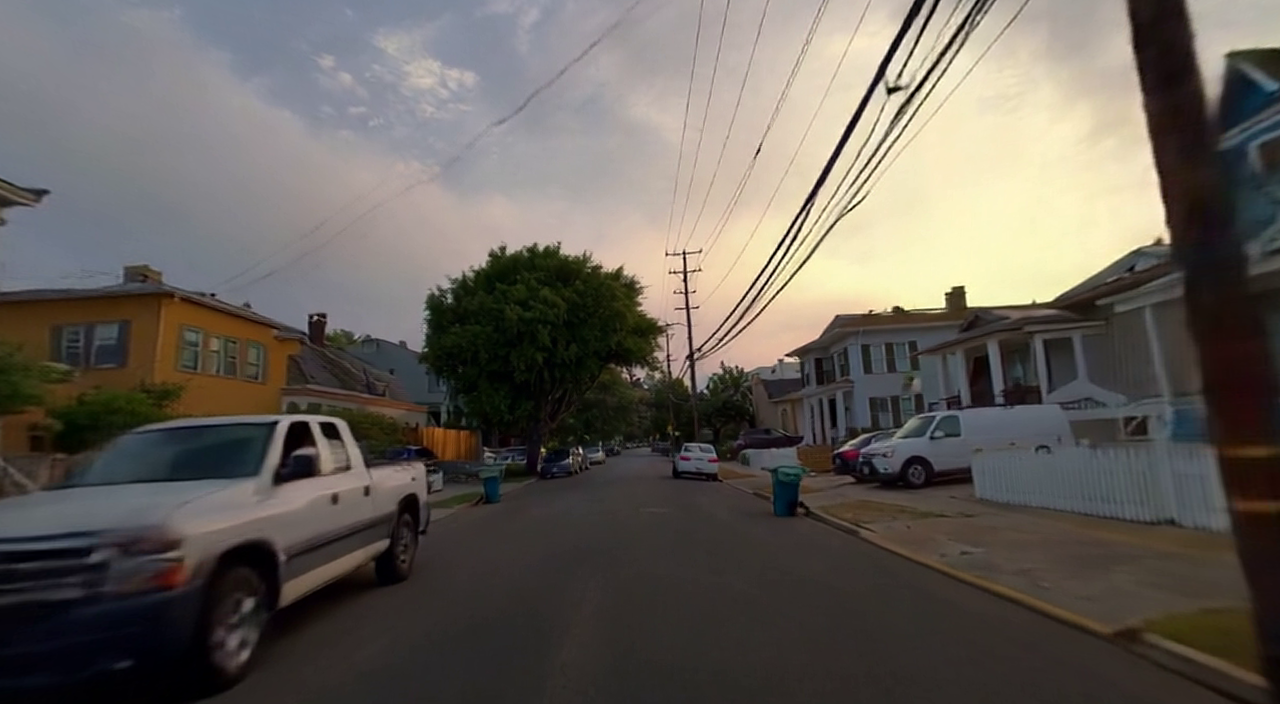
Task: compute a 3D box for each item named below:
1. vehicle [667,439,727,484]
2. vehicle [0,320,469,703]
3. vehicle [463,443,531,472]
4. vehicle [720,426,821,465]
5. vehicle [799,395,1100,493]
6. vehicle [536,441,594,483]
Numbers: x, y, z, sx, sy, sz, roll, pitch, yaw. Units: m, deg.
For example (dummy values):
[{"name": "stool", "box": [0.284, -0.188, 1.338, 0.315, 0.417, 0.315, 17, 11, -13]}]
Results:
[{"name": "vehicle", "box": [2.302, 4.532, 26.647, 2.043, 1.631, 4.613, -1, -7, -1]}, {"name": "vehicle", "box": [-3.610, 1.296, 5.813, 2.399, 2.085, 5.589, -3, -7, 1]}, {"name": "vehicle", "box": [-9.749, 7.209, 43.223, 4.088, 1.779, 2.109, 0, -5, 3]}, {"name": "vehicle", "box": [7.427, 5.333, 36.297, 5.274, 2.170, 2.205, 0, -7, -2]}, {"name": "vehicle", "box": [7.026, 2.125, 14.925, 5.974, 2.066, 2.152, 1, -6, 0]}, {"name": "vehicle", "box": [-3.860, 5.722, 33.406, 2.204, 1.655, 4.813, -9, -7, 0]}]
